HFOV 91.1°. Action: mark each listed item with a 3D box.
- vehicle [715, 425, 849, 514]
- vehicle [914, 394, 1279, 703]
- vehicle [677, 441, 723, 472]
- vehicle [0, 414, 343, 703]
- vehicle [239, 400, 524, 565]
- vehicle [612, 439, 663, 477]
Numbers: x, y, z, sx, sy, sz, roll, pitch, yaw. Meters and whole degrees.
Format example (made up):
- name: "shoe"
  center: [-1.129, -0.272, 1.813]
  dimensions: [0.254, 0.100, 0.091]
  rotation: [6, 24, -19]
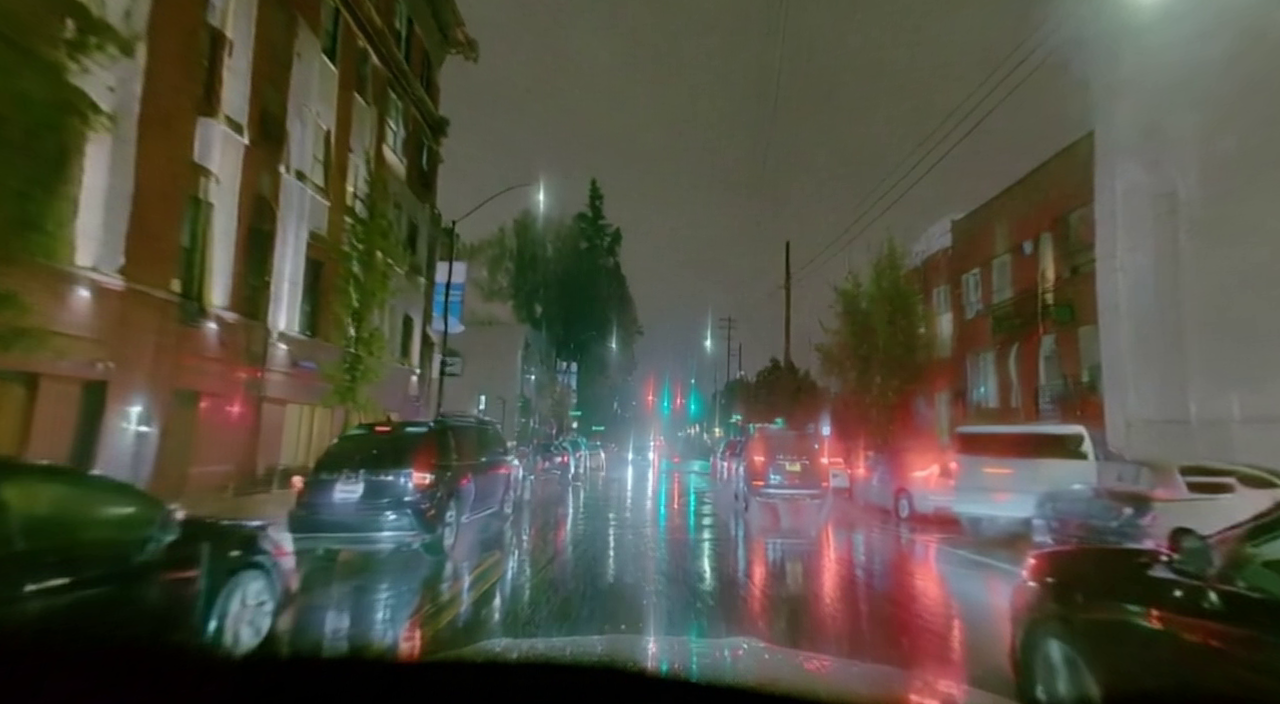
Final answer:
- name: "vehicle"
  center: [3.028, 2.624, 14.529]
  dimensions: [2.002, 1.707, 4.547]
  rotation: [0, -8, 0]
- name: "vehicle"
  center: [2.471, 0.774, 0.908]
  dimensions: [2.080, 1.495, 4.591]
  rotation: [0, -8, 0]
- name: "vehicle"
  center: [3.053, 5.442, 32.914]
  dimensions: [1.966, 1.475, 4.528]
  rotation: [0, -8, 0]
- name: "vehicle"
  center: [-3.453, 1.014, 2.613]
  dimensions: [1.972, 1.471, 4.795]
  rotation: [0, -8, 2]
- name: "vehicle"
  center: [-3.414, 1.856, 9.815]
  dimensions: [2.142, 1.832, 5.373]
  rotation: [0, -8, 0]
- name: "vehicle"
  center: [-0.110, 4.497, 26.881]
  dimensions: [2.007, 1.460, 3.923]
  rotation: [0, -8, 0]
